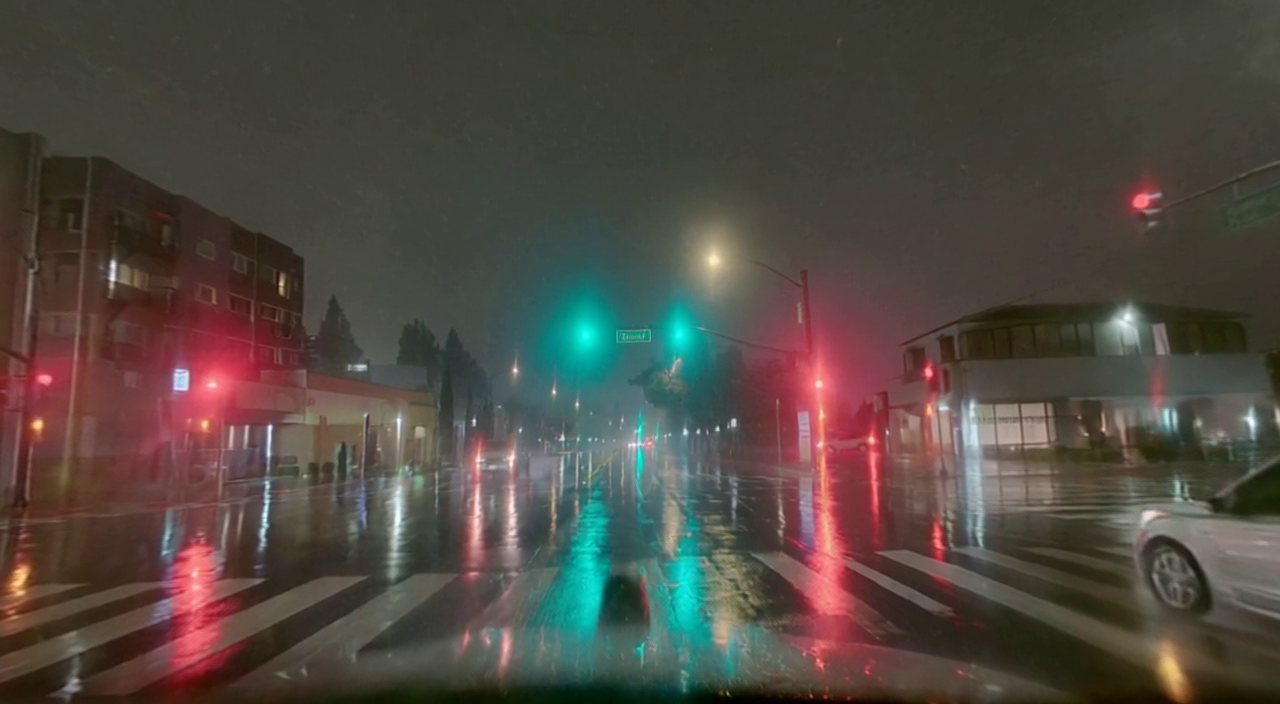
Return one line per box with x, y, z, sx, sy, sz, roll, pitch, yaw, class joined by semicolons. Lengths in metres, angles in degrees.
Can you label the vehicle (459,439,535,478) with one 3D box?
-5.888;4.422;26.542;2.127;1.473;4.428;0;-8;1;vehicle
